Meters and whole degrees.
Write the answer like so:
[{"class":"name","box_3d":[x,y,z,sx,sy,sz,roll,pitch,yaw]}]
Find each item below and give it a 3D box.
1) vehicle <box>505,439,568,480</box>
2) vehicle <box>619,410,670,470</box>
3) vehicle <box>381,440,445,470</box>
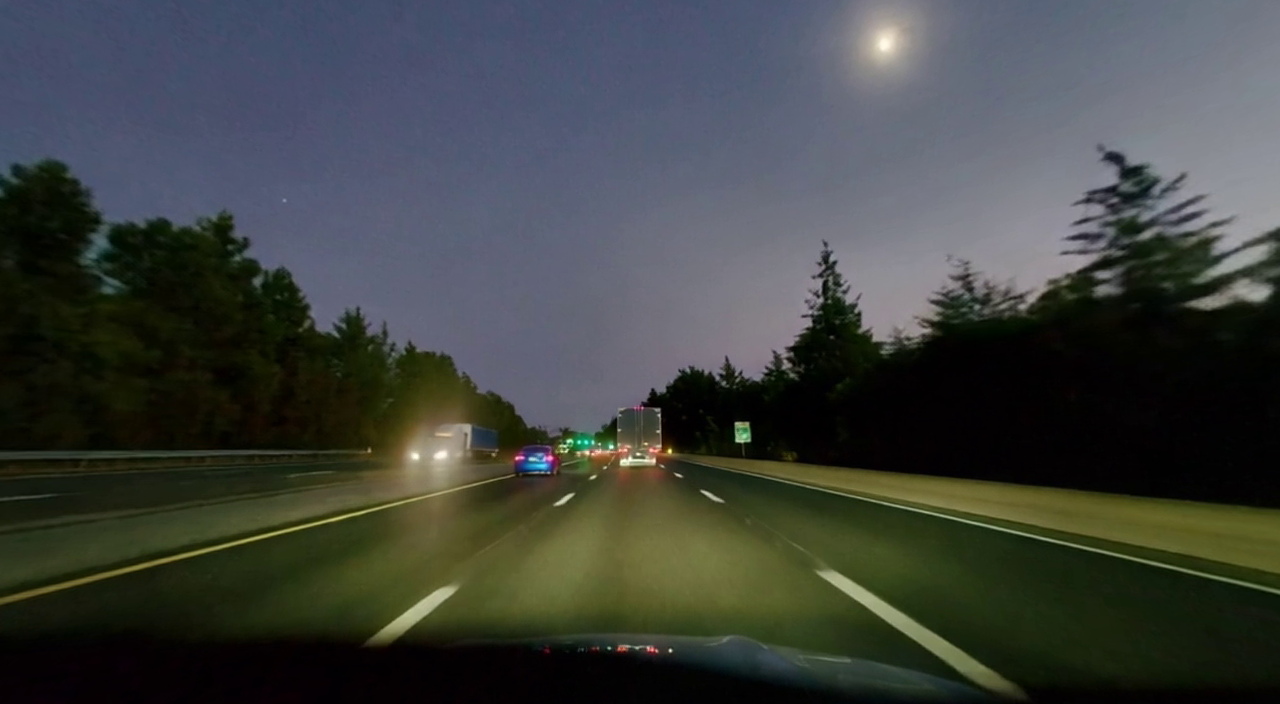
[{"class":"vehicle","box_3d":[-4.306,4.540,26.883,1.977,1.602,3.944,0,-9,0]},{"class":"vehicle","box_3d":[0.110,6.059,42.904,2.893,3.628,9.081,1,-9,-3]},{"class":"vehicle","box_3d":[-12.818,5.841,35.956,2.053,1.578,4.456,0,-9,-1]}]
